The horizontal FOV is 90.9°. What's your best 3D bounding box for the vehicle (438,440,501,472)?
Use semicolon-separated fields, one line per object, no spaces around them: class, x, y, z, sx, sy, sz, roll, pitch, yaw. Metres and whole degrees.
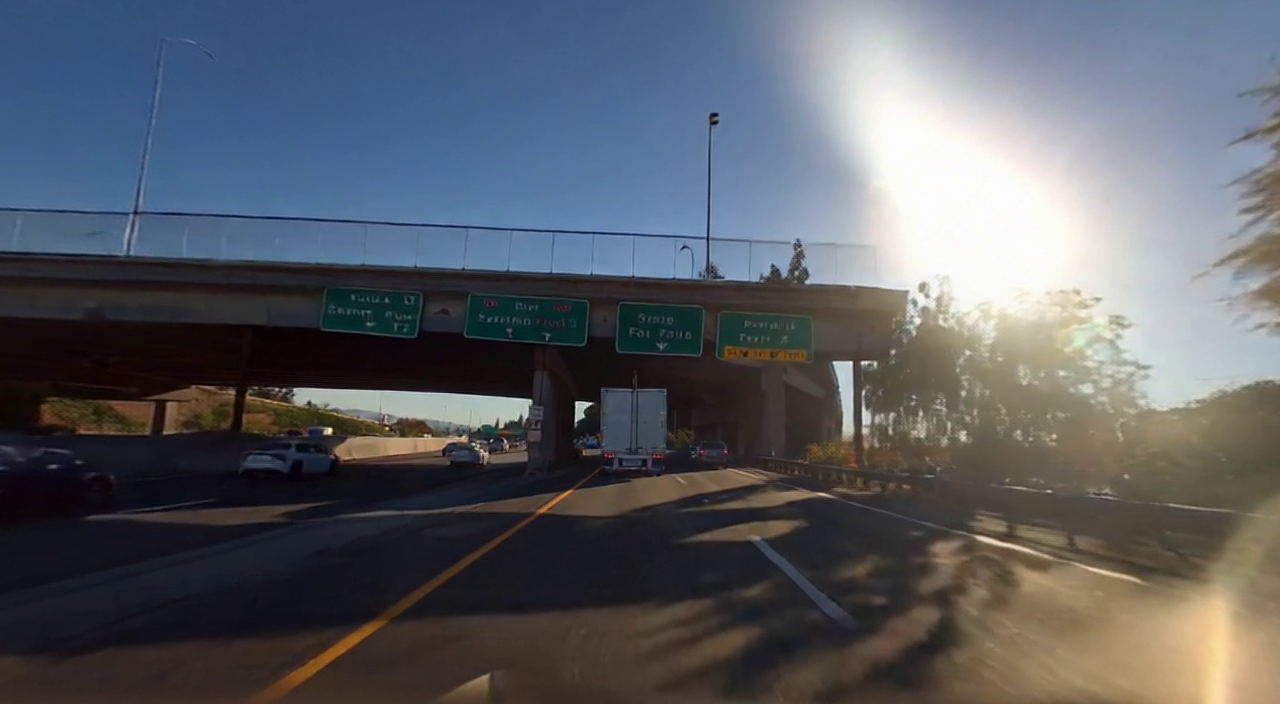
vehicle;-8.764;5.388;32.817;2.057;1.506;4.829;0;-9;-2

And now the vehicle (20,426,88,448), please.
vehicle;-42.884;6.282;46.252;1.633;1.418;3.850;1;-10;-7

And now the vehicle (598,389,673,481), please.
vehicle;-0.257;4.060;30.204;2.916;3.584;10.841;0;-9;-1

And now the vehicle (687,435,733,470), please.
vehicle;4.171;6.107;38.521;2.174;1.968;5.016;0;-9;-1

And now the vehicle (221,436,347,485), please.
vehicle;-12.146;3.727;21.890;1.906;1.510;4.303;0;-8;-1
